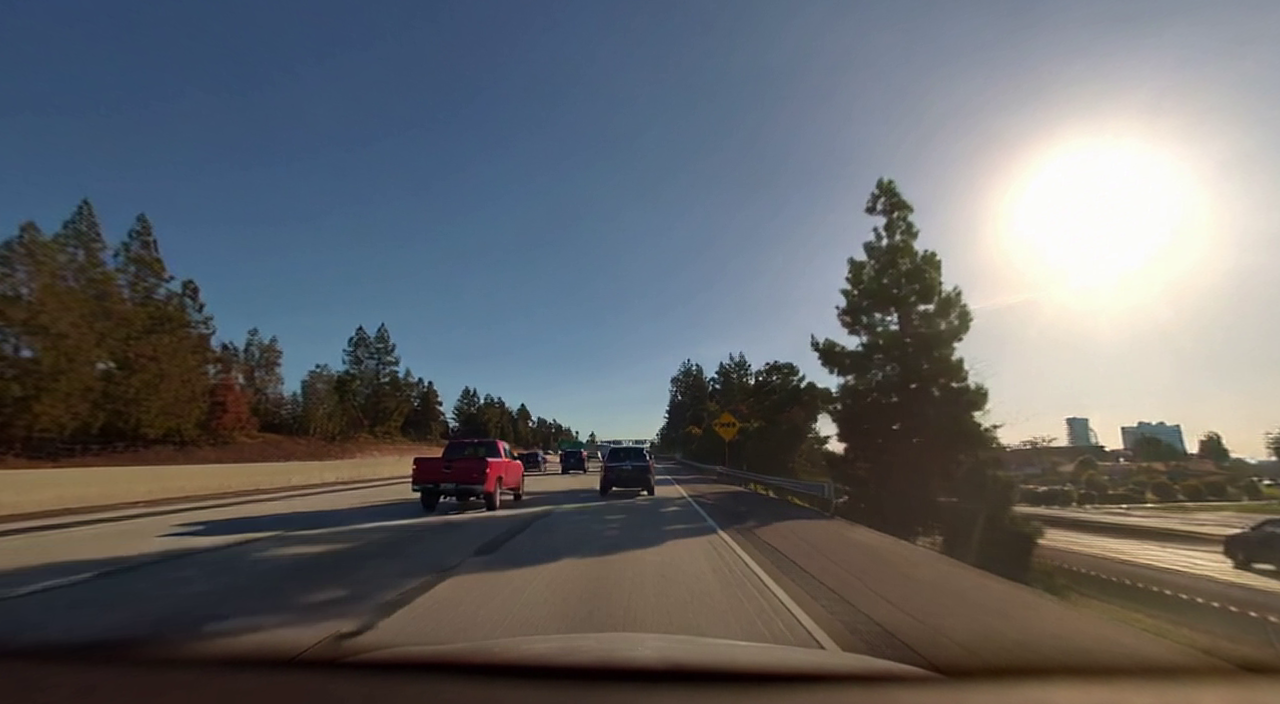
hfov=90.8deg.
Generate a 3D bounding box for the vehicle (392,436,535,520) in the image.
[{"bbox_3d":[-4.084,2.987,15.672,2.038,1.704,5.181,0,-8,0],"label":"vehicle"}]

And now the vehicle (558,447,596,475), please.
[{"bbox_3d":[-4.163,7.295,42.632,1.991,1.776,4.333,0,-8,2],"label":"vehicle"}]

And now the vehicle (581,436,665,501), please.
[{"bbox_3d":[-0.448,3.518,19.574,2.293,1.753,4.380,0,-8,1],"label":"vehicle"}]
